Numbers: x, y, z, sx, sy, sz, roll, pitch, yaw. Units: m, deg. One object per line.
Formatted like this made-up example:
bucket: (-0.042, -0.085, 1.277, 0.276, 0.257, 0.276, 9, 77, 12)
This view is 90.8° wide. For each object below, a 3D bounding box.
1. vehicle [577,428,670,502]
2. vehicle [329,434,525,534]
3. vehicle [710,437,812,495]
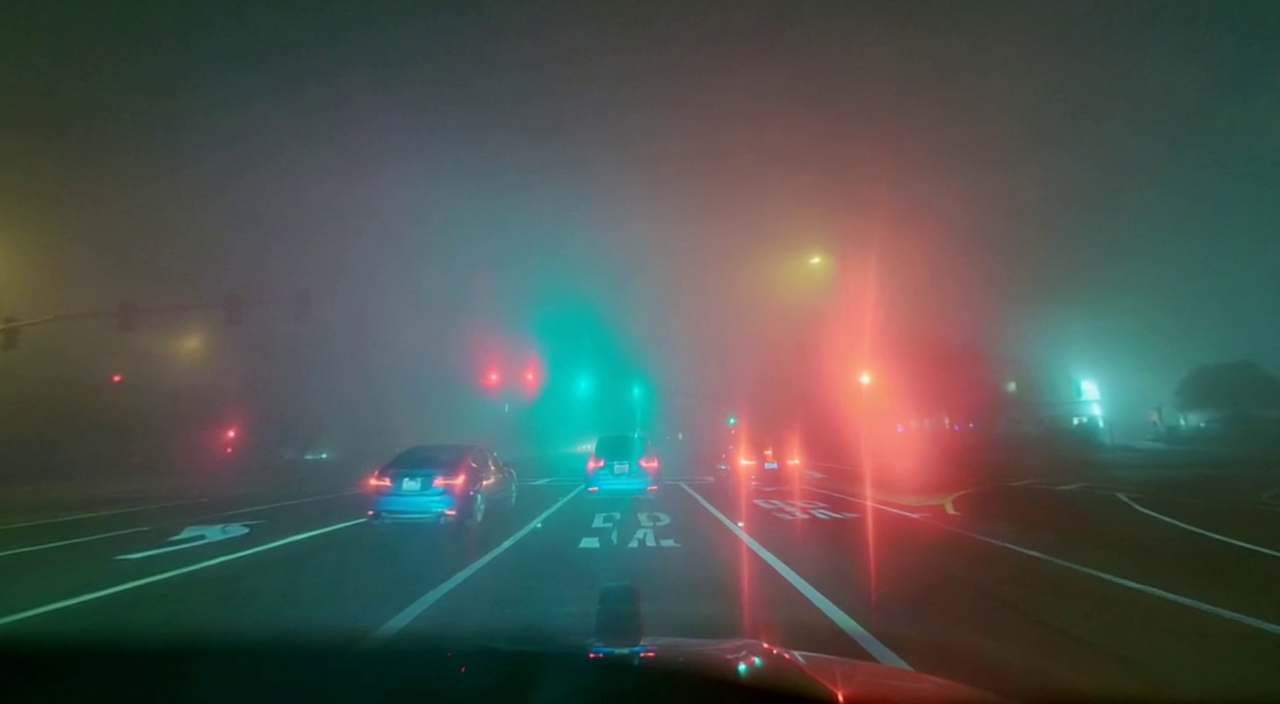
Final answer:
vehicle: (-0.353, 2.776, 15.847, 2.038, 1.599, 3.844, 0, -8, 0)
vehicle: (-3.586, 2.303, 11.695, 2.052, 1.472, 4.479, 0, -8, 0)
vehicle: (3.288, 3.191, 18.119, 1.970, 1.449, 4.433, 0, -8, -1)
